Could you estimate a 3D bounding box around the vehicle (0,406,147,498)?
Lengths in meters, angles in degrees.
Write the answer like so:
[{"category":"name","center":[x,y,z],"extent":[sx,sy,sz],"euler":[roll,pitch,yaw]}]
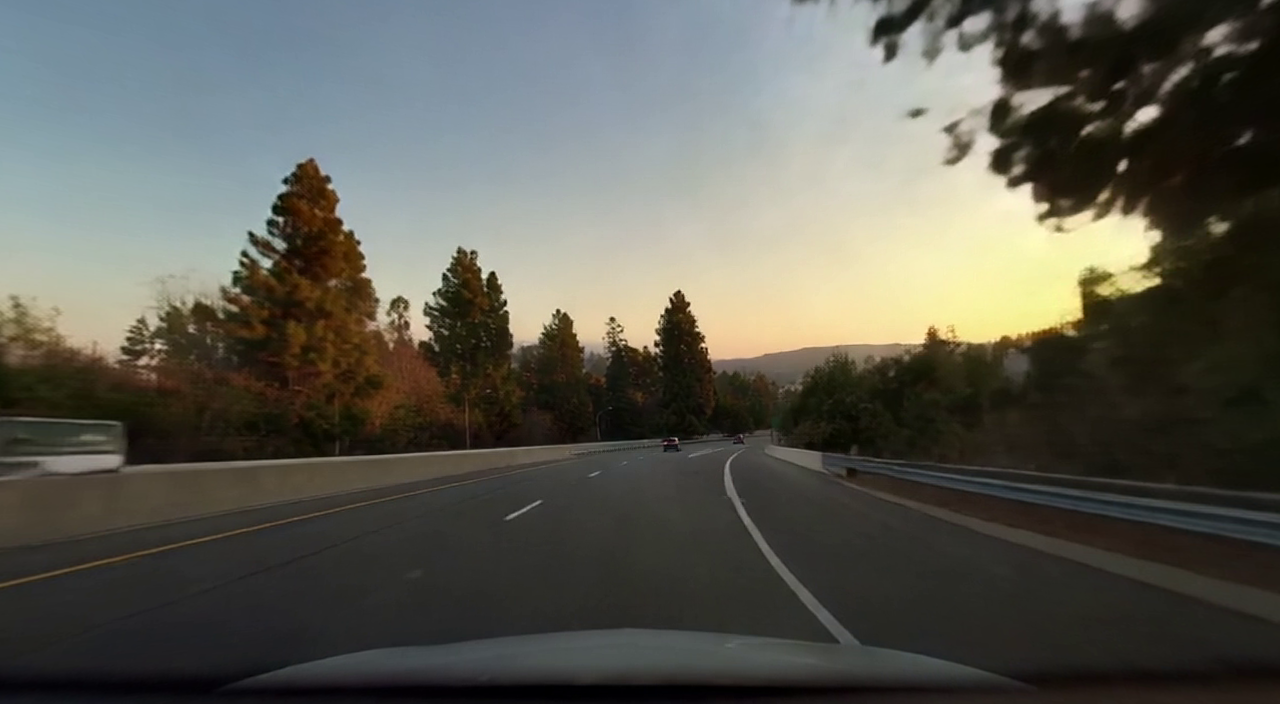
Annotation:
[{"category":"vehicle","center":[-29.001,4.187,26.244],"extent":[2.870,3.934,15.899],"euler":[-1,-8,6]}]
